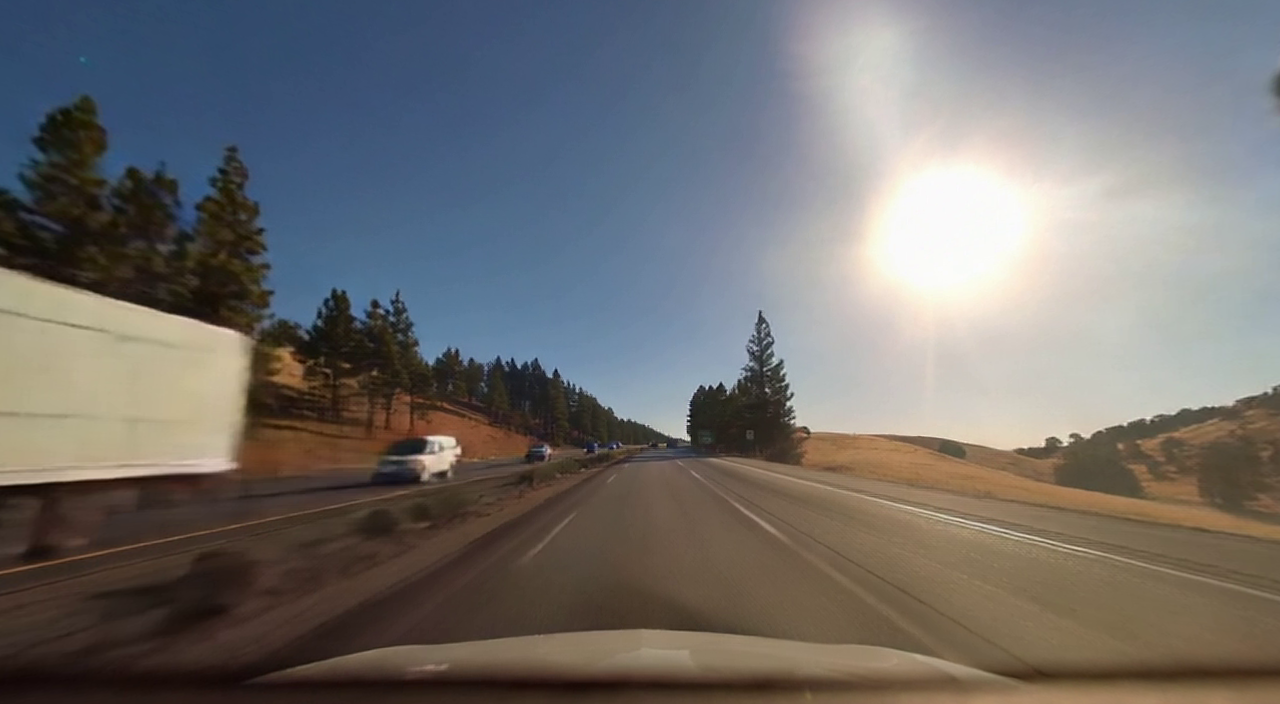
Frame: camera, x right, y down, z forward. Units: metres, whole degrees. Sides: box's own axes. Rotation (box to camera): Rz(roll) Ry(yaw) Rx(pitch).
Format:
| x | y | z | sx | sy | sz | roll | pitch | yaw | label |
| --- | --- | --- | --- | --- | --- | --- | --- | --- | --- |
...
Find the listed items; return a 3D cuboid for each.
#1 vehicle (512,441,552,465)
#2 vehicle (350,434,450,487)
| x | y | z | sx | sy | sz | roll | pitch | yaw | label |
| --- | --- | --- | --- | --- | --- | --- | --- | --- | --- |
| -8.167 | 7.654 | 47.922 | 2.113 | 1.697 | 4.718 | 0 | -8 | 1 | vehicle |
| -9.273 | 4.204 | 24.838 | 2.034 | 1.864 | 4.688 | 0 | -8 | 1 | vehicle |
